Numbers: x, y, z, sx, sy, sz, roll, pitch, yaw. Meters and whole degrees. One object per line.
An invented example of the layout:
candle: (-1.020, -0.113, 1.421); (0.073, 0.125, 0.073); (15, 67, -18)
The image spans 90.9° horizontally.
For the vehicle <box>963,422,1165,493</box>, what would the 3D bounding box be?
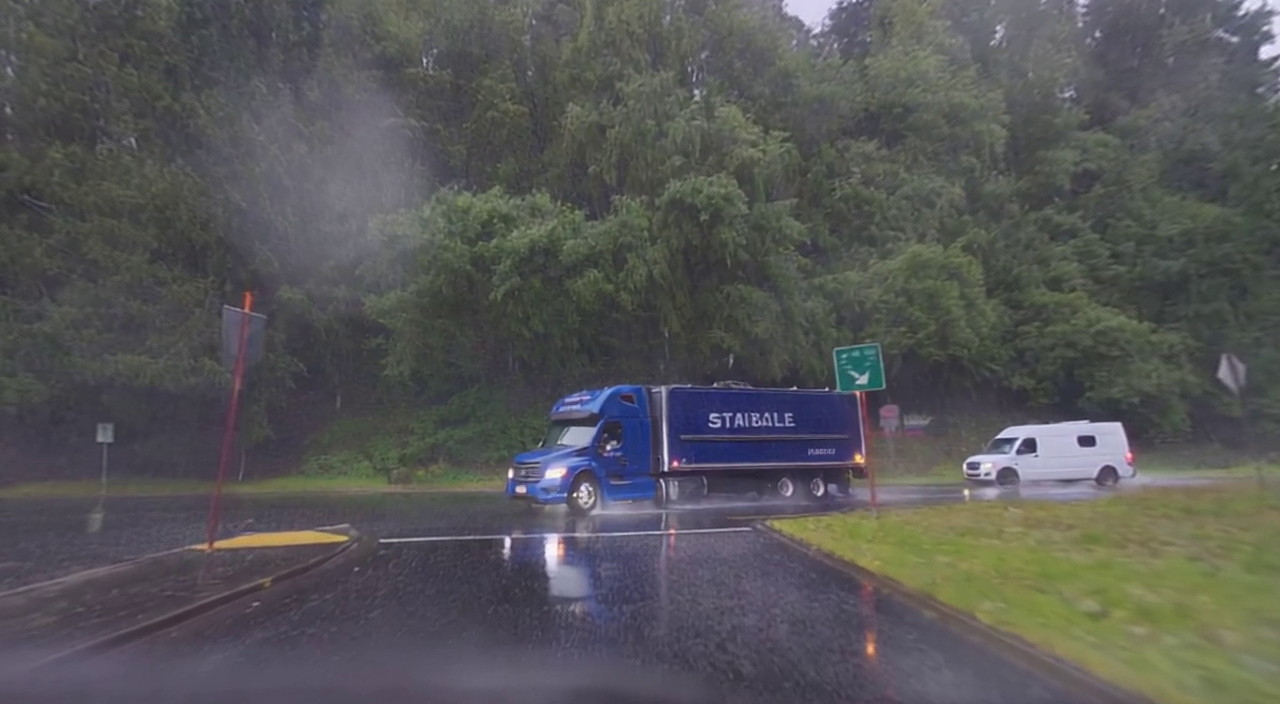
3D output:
vehicle: (15.520, 3.866, 23.298); (5.923, 2.424, 2.247); (0, -9, -6)

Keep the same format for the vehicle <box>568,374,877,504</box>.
vehicle: (2.775, 2.854, 20.651); (9.765, 3.622, 2.740); (3, -9, -21)

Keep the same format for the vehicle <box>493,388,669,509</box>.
vehicle: (-1.830, 2.856, 18.821); (4.552, 3.175, 2.847); (3, -10, -22)
